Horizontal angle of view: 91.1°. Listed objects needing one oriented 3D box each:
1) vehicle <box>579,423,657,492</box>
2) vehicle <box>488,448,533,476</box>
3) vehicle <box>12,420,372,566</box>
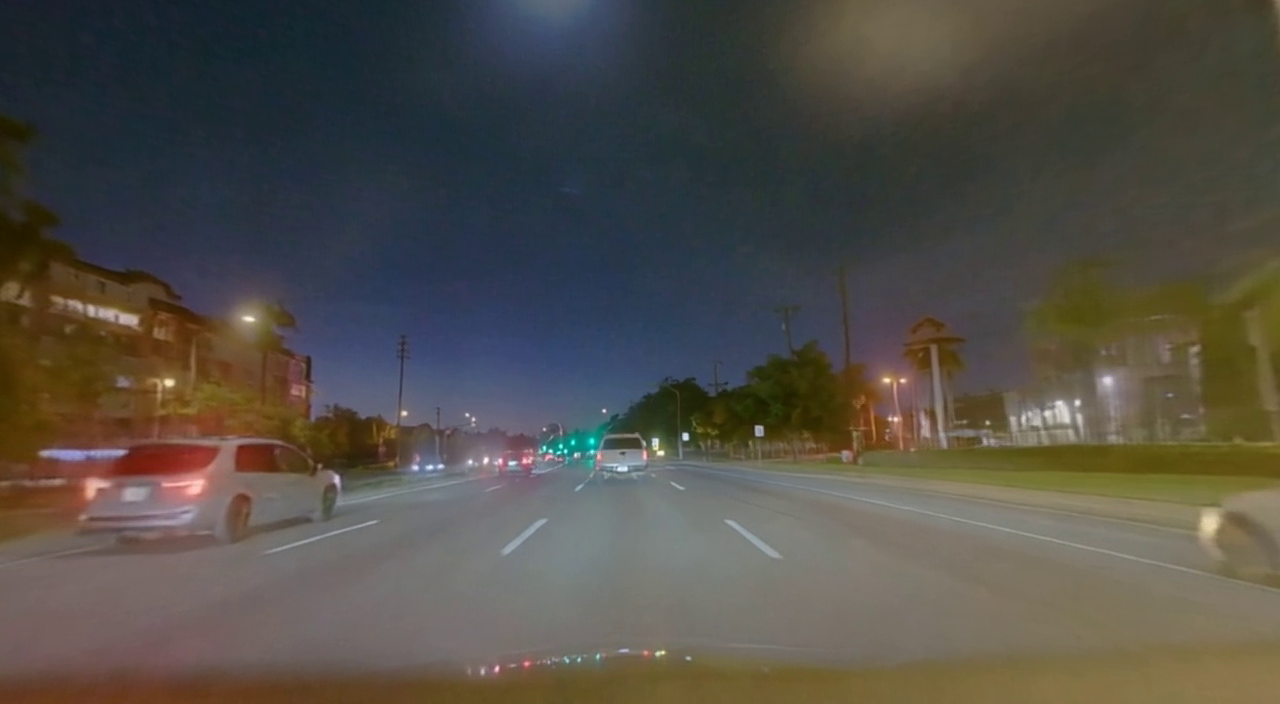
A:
[{"bbox_3d":[-0.971,3.835,23.152,2.507,2.161,6.049,1,-9,-5],"label":"vehicle"},{"bbox_3d":[-7.827,6.673,38.224,2.016,1.576,4.215,0,-9,-3],"label":"vehicle"},{"bbox_3d":[-6.247,2.003,9.736,2.235,1.682,4.662,0,-9,-2],"label":"vehicle"}]
